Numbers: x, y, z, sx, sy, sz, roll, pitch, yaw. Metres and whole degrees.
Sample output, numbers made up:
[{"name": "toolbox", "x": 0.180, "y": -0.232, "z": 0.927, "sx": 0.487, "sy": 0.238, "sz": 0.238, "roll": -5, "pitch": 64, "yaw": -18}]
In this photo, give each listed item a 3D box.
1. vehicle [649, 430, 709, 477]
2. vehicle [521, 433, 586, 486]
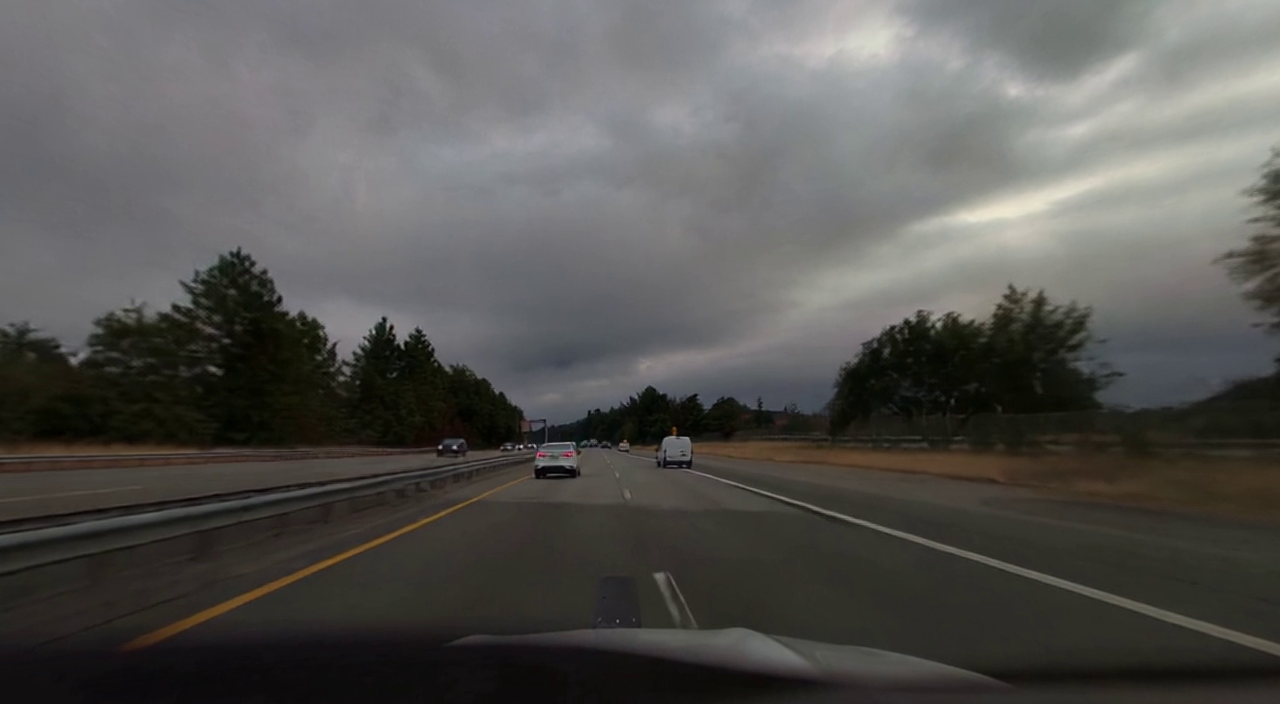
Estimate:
[{"name": "vehicle", "x": 1.671, "y": 4.599, "z": 28.588, "sx": 2.179, "sy": 1.930, "sz": 4.538, "roll": 0, "pitch": -9, "yaw": -3}, {"name": "vehicle", "x": -3.042, "y": 3.885, "z": 22.910, "sx": 1.963, "sy": 1.711, "sz": 4.284, "roll": 0, "pitch": -9, "yaw": -3}]
